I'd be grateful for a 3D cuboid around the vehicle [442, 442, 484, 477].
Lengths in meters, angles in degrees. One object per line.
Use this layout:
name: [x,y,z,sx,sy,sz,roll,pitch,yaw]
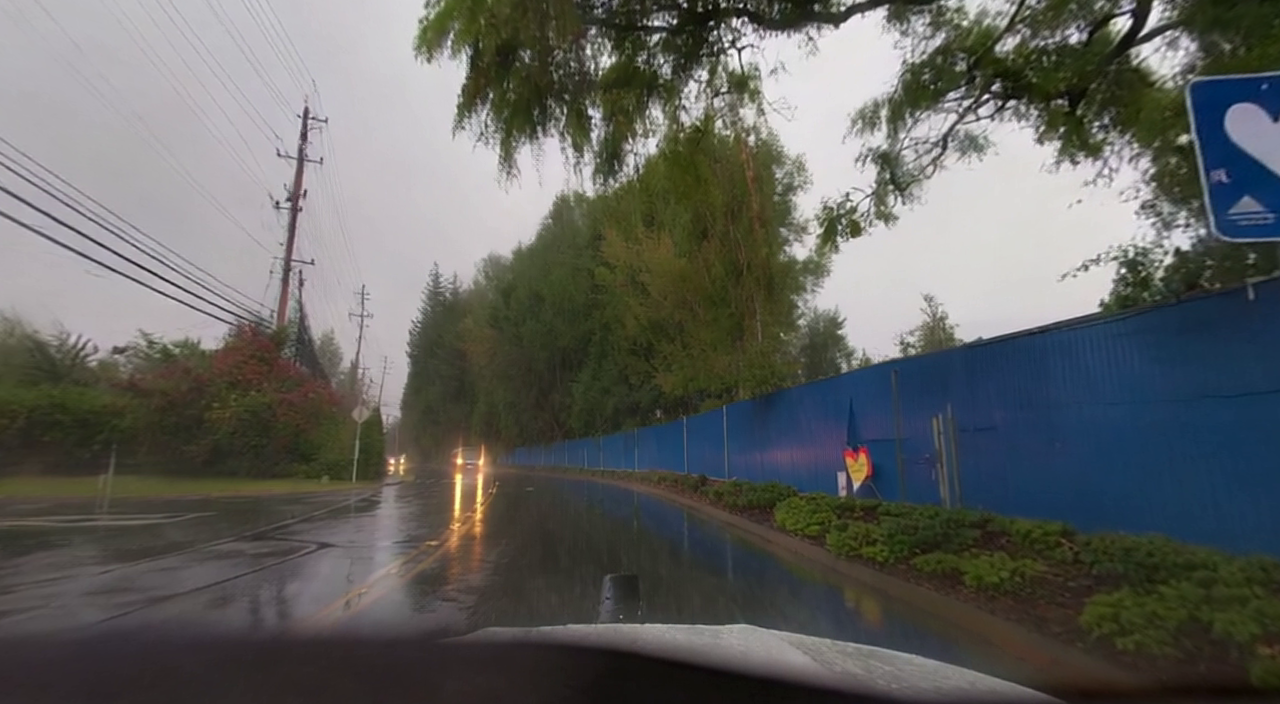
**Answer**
vehicle: [-10.558,6.343,37.534,2.185,1.901,4.177,2,-9,-17]
